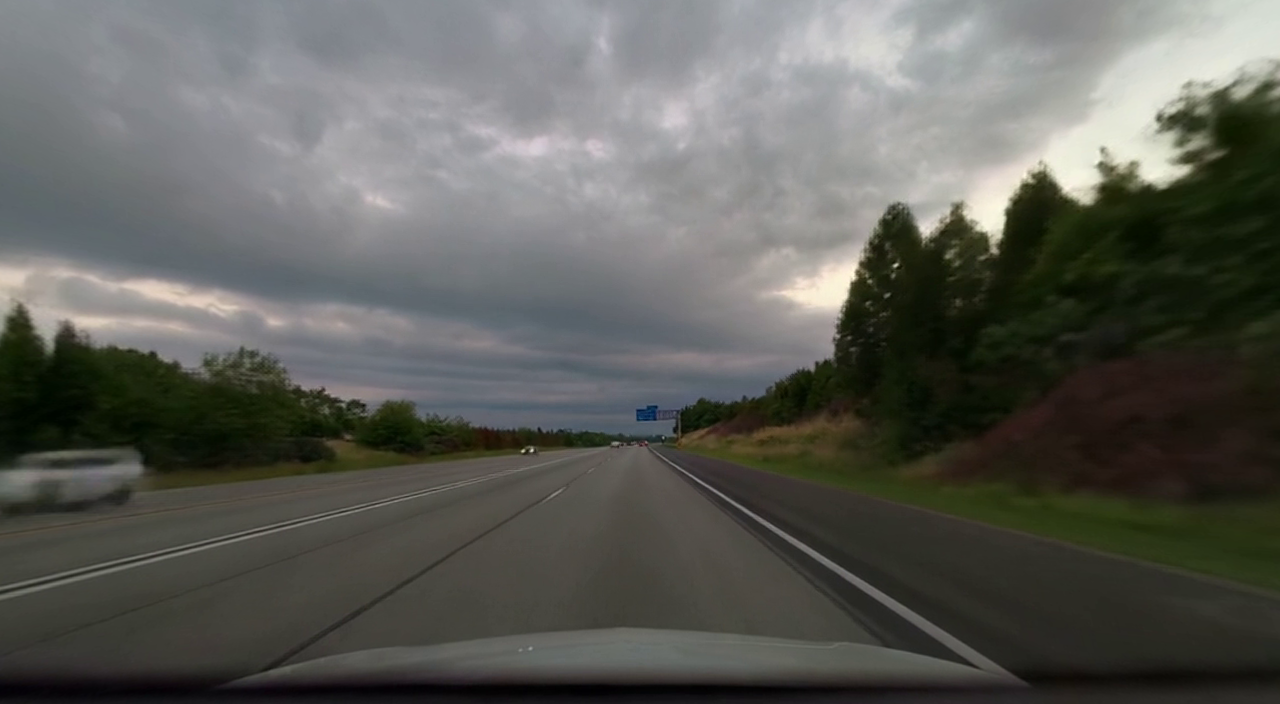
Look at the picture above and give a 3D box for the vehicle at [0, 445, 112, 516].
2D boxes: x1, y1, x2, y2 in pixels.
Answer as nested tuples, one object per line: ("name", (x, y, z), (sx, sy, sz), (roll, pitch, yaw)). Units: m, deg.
("vehicle", (-16.304, 3.247, 16.167), (1.892, 1.661, 4.143), (0, -8, -1))
